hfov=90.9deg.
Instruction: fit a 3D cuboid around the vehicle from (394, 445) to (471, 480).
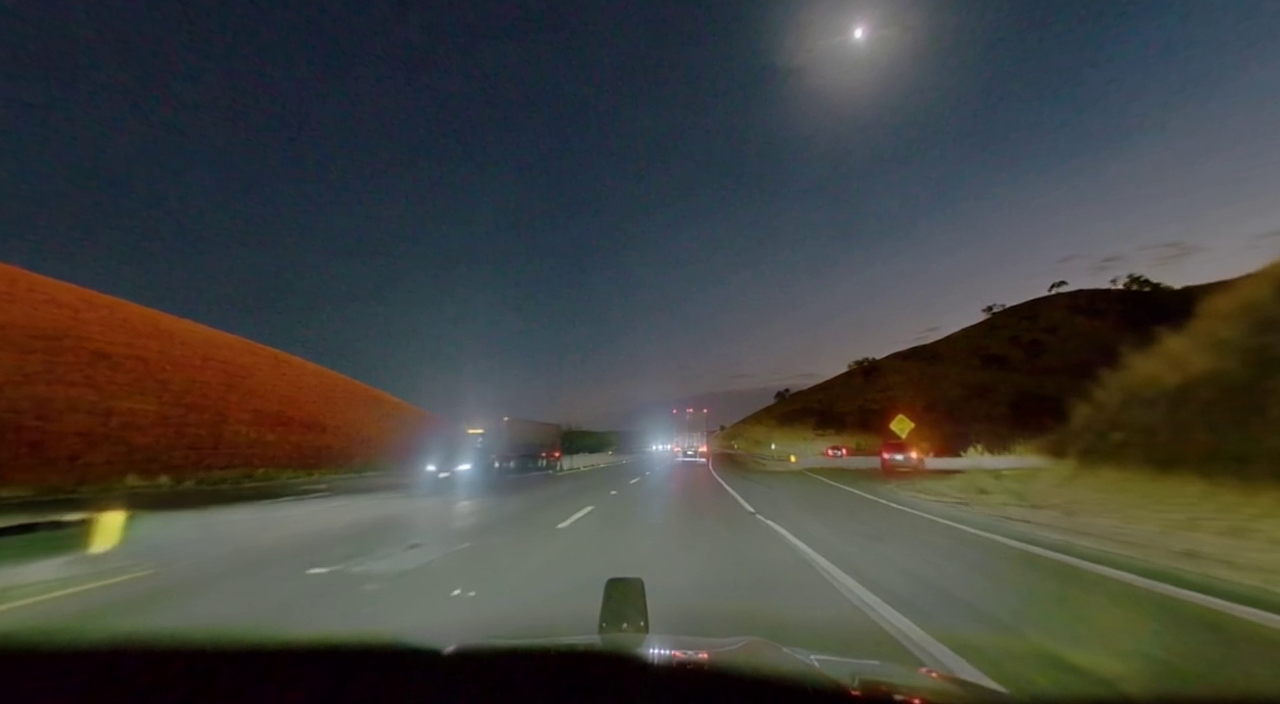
[{"bbox_3d":[-10.354,5.508,31.817,1.985,1.610,4.553,-1,-9,5],"label":"vehicle"}]
